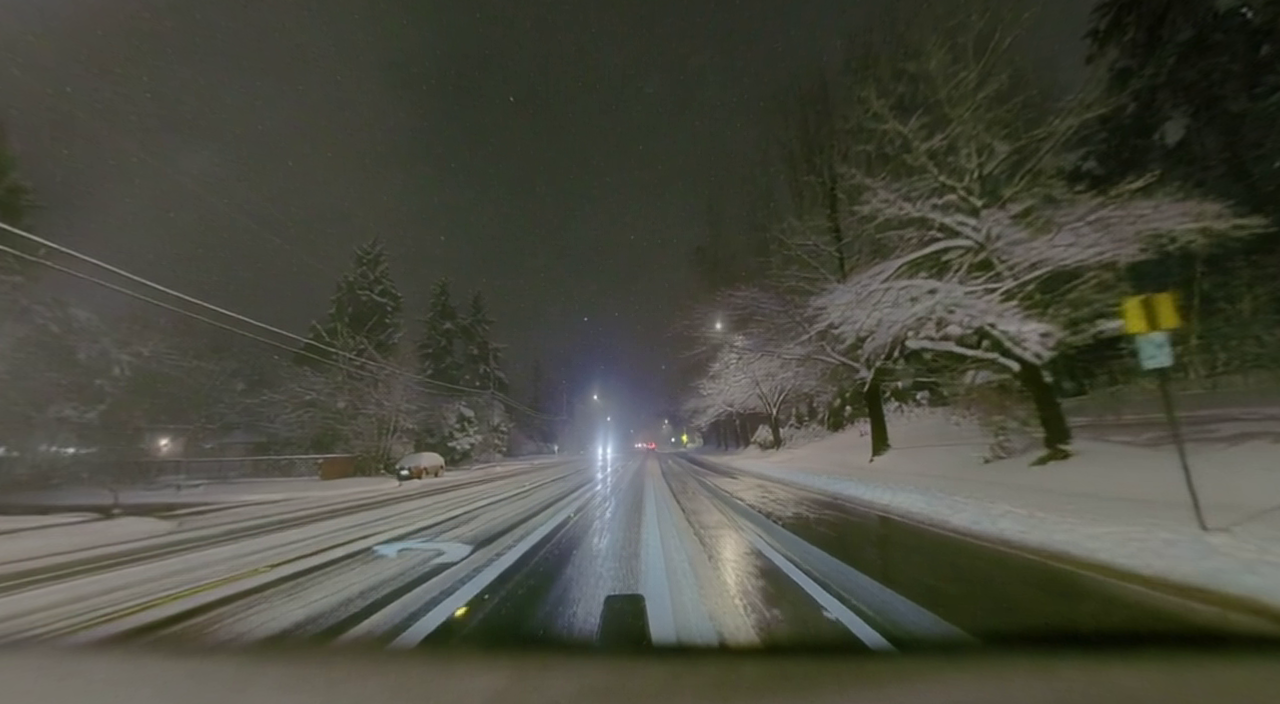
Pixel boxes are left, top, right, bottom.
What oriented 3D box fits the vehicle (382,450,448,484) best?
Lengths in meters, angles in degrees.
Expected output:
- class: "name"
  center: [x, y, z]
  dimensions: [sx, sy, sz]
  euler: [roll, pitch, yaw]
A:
- class: "vehicle"
  center: [-12.316, 6.288, 34.830]
  dimensions: [1.921, 1.611, 4.713]
  euler: [-4, -9, 1]
